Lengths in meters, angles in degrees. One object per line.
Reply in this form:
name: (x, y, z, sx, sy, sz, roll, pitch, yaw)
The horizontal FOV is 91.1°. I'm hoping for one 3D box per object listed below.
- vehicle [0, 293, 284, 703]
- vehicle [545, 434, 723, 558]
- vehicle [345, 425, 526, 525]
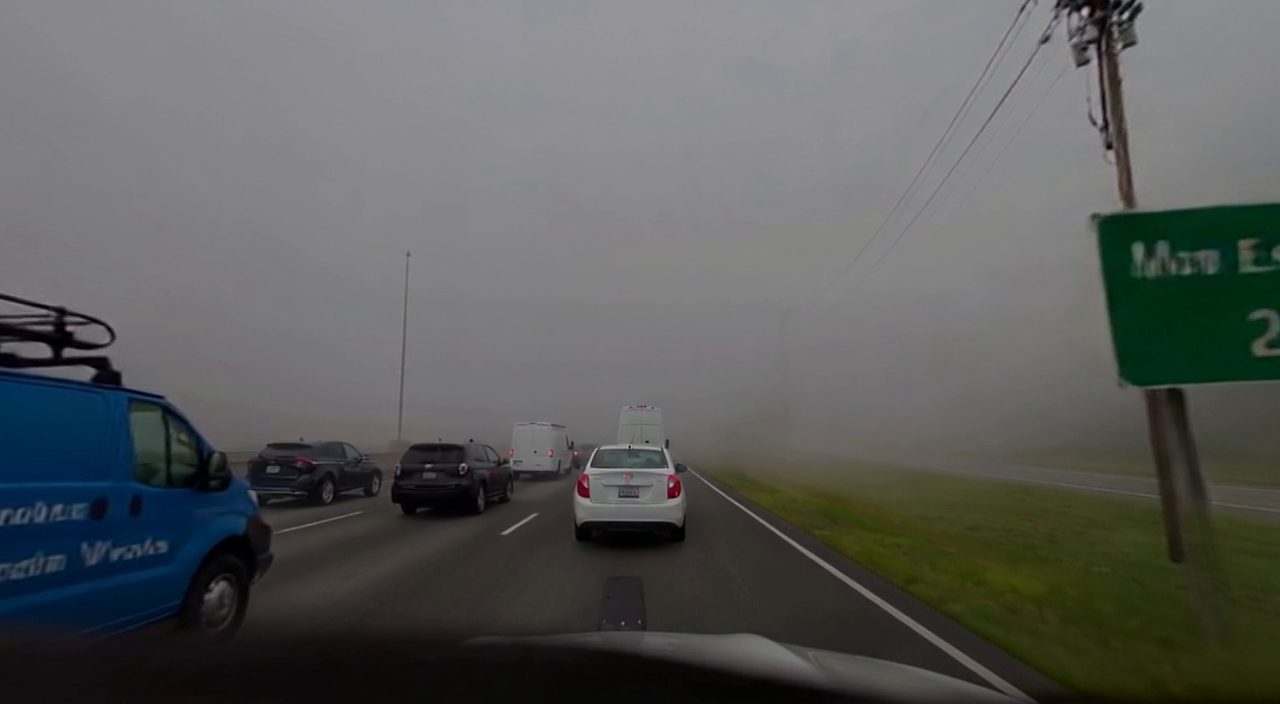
vehicle: (-3.899, 0.694, 2.539, 2.142, 1.952, 4.556, 0, -8, 1)
vehicle: (-0.056, 1.982, 9.384, 2.054, 1.421, 4.090, 0, -8, 0)
vehicle: (-3.881, 2.413, 12.906, 2.114, 1.657, 4.432, 0, -8, 2)
